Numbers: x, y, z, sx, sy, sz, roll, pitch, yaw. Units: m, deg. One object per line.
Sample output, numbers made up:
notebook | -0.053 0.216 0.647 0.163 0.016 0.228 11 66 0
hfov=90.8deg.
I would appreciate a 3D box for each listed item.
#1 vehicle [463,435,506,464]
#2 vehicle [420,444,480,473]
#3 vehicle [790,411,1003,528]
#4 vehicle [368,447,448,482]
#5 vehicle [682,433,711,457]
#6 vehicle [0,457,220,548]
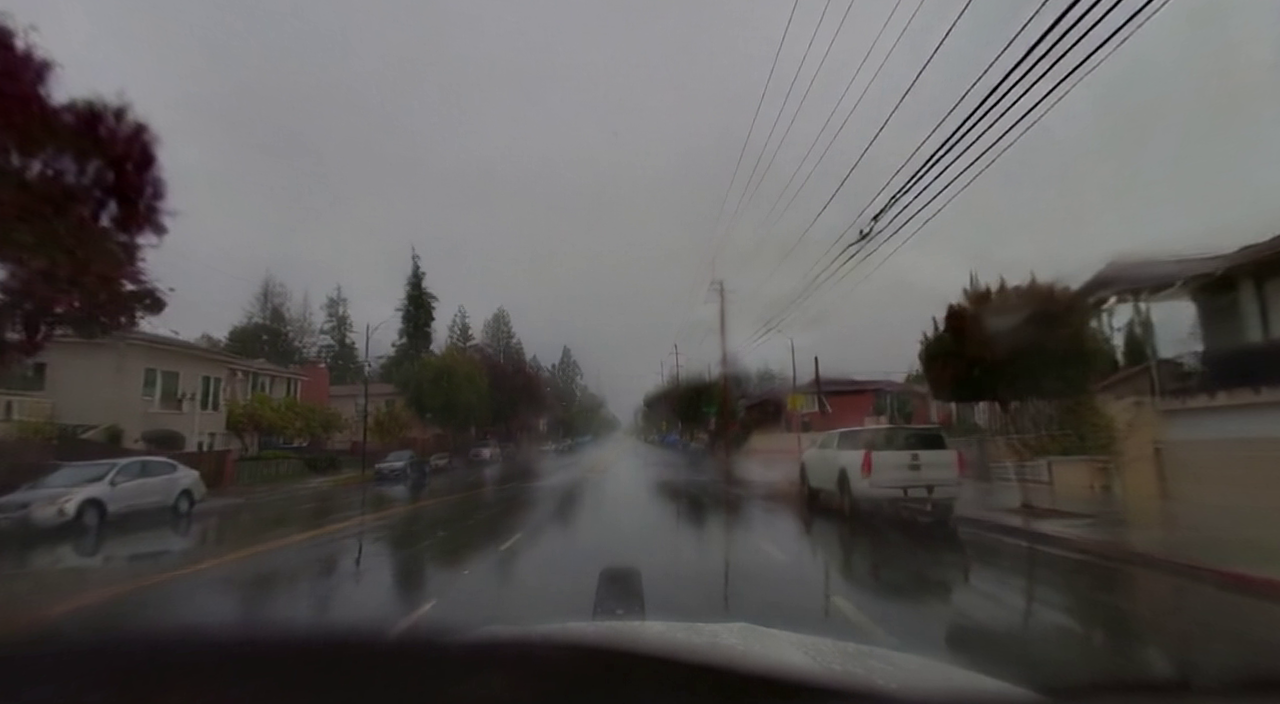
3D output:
vehicle | -11.279 7.124 46.208 2.056 1.980 4.763 0 -8 -1
vehicle | -11.161 6.265 37.460 2.082 1.540 4.654 0 -8 0
vehicle | 4.497 2.128 11.985 2.126 1.802 4.259 0 -8 -2
vehicle | -11.213 5.448 30.959 1.970 1.523 4.702 -1 -8 2
vehicle | 4.252 7.094 48.176 1.867 1.680 4.176 0 -8 0
vehicle | -11.098 2.975 13.159 1.778 1.470 4.217 0 -8 0
